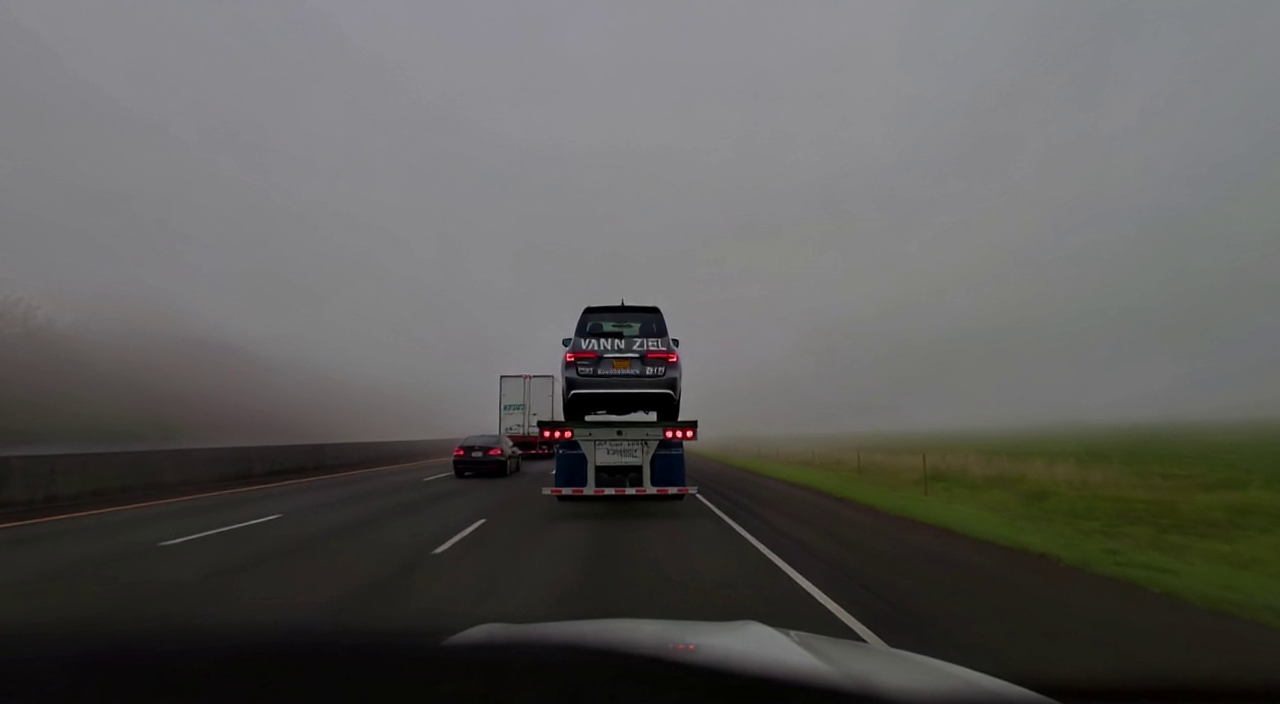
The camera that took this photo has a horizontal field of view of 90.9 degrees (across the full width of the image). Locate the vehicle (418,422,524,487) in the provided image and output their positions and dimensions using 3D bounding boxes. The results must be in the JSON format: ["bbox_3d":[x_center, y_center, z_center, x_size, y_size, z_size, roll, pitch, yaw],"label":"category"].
[{"bbox_3d":[-4.753,2.930,18.455,1.914,1.675,4.331,0,-7,0],"label":"vehicle"}]

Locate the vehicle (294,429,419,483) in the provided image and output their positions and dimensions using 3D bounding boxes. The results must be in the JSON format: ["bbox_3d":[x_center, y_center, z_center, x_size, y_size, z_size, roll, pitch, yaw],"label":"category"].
[{"bbox_3d":[-8.938,3.294,20.421,1.897,1.524,4.790,0,-7,-1],"label":"vehicle"}]

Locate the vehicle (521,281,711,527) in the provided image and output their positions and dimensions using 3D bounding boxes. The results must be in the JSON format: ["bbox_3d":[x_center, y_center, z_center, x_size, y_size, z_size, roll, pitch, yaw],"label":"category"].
[{"bbox_3d":[-0.455,1.322,13.916,2.738,3.628,9.223,0,-7,-1],"label":"vehicle"}]
